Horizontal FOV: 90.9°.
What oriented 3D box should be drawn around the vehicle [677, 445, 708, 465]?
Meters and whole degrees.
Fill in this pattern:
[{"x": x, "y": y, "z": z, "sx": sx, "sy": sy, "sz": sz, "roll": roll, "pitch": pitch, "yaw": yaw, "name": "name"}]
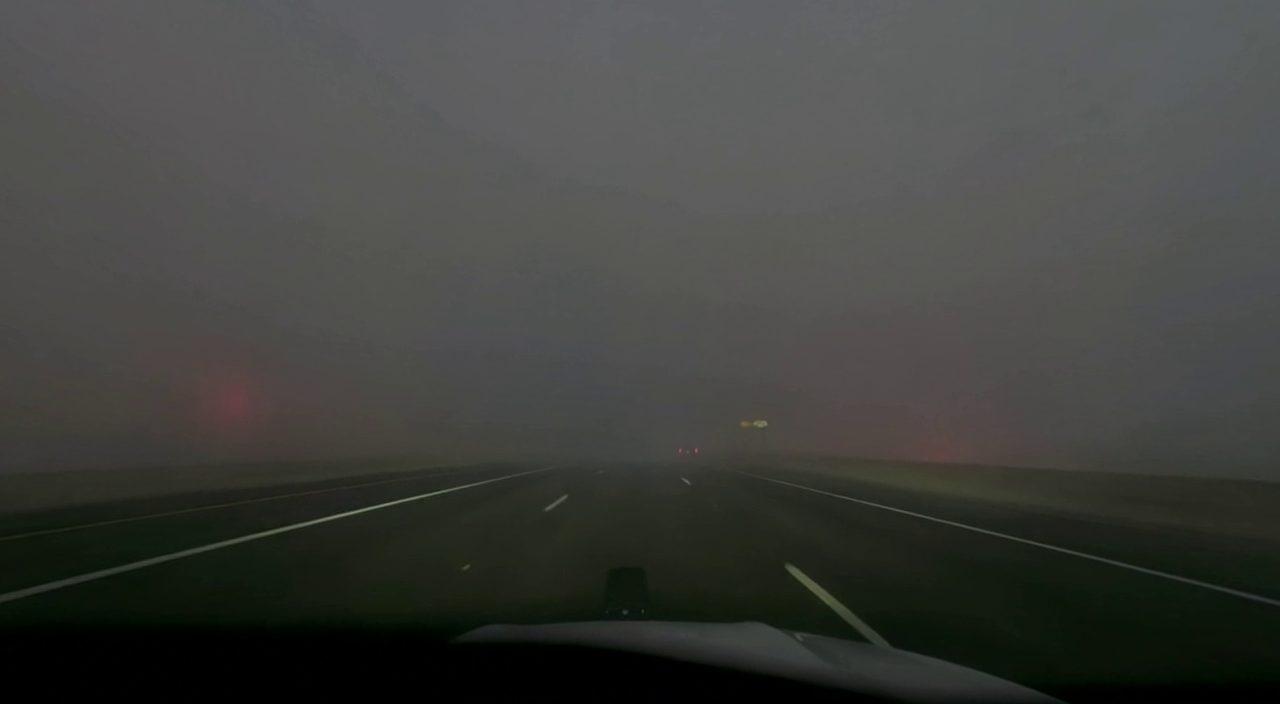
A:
[{"x": 4.104, "y": 8.131, "z": 49.849, "sx": 2.003, "sy": 1.520, "sz": 4.058, "roll": 0, "pitch": -8, "yaw": -1, "name": "vehicle"}]
